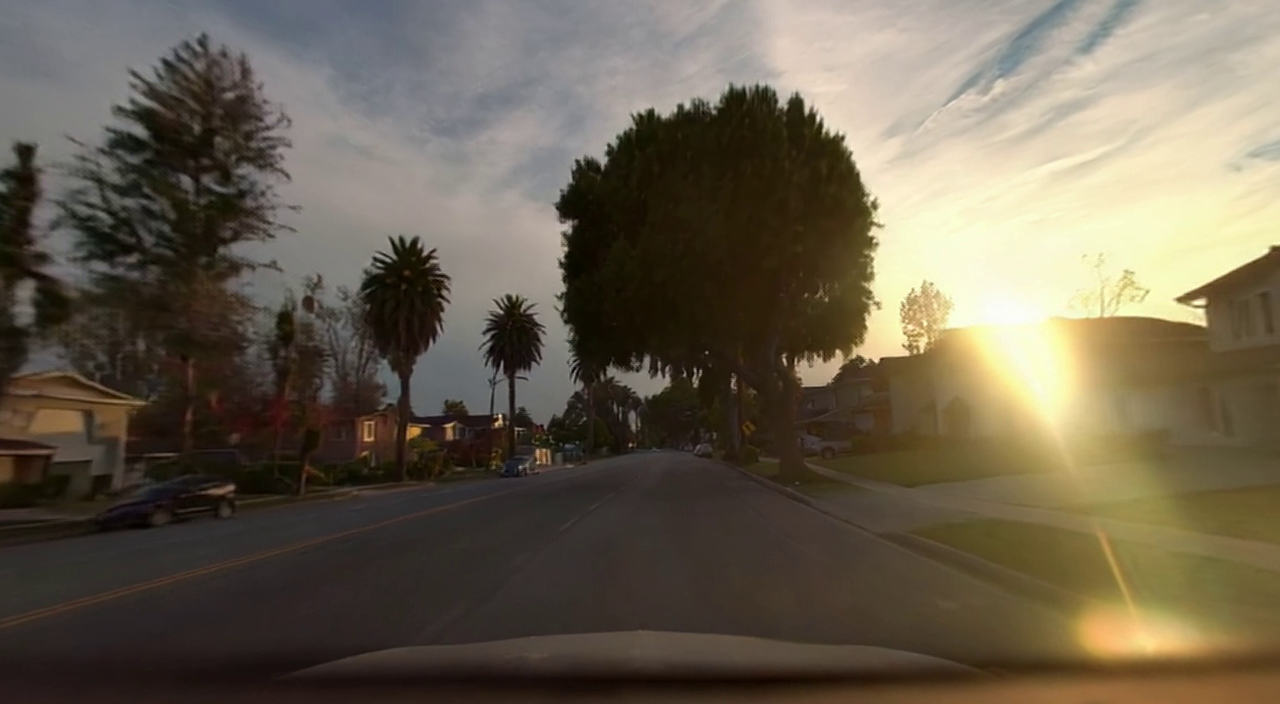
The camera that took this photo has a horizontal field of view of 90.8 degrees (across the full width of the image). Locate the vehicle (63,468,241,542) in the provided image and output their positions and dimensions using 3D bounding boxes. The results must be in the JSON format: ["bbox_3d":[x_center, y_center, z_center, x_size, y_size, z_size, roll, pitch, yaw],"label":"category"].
[{"bbox_3d":[-13.638,4.256,18.031,1.804,1.498,4.136,-5,-8,1],"label":"vehicle"}]

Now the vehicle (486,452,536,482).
[{"bbox_3d":[-8.529,7.623,42.073,2.001,1.725,4.504,-3,-8,6],"label":"vehicle"}]
